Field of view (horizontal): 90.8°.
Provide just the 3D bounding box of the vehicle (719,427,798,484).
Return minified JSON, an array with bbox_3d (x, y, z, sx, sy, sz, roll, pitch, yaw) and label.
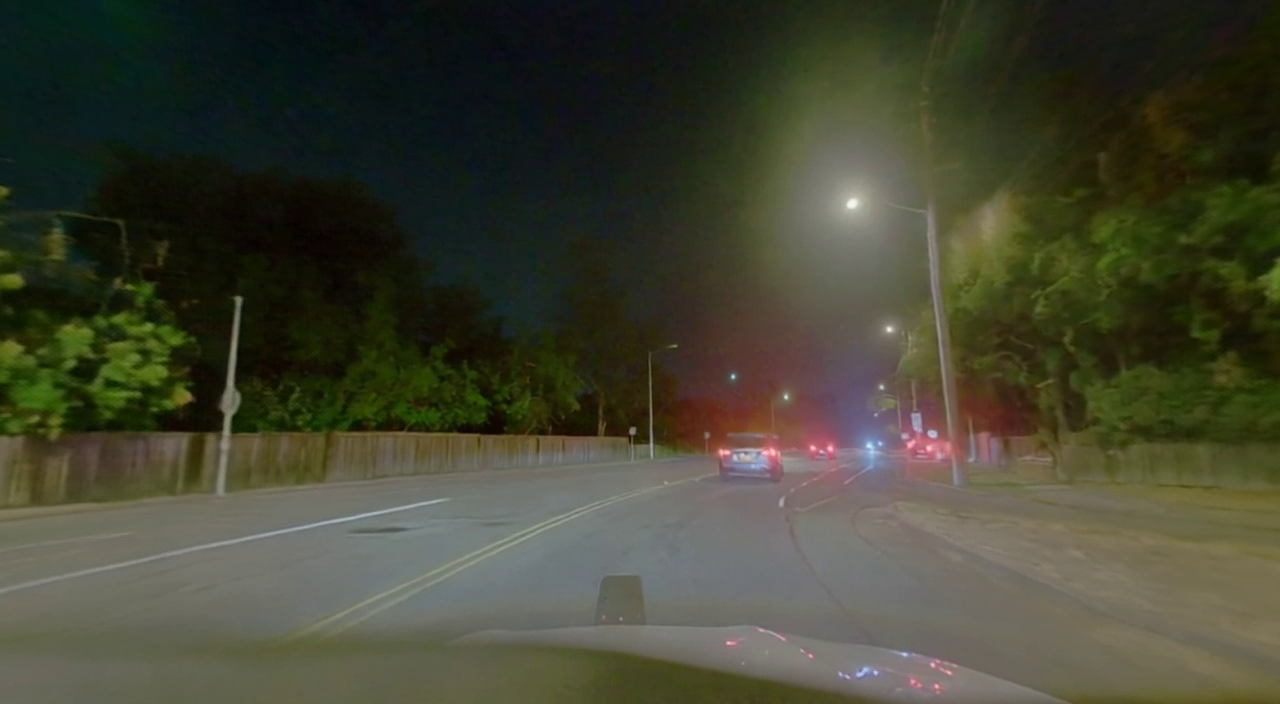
[{"bbox_3d":[4.370,3.660,22.701,2.230,1.827,4.580,-2,-8,17],"label":"vehicle"}]
